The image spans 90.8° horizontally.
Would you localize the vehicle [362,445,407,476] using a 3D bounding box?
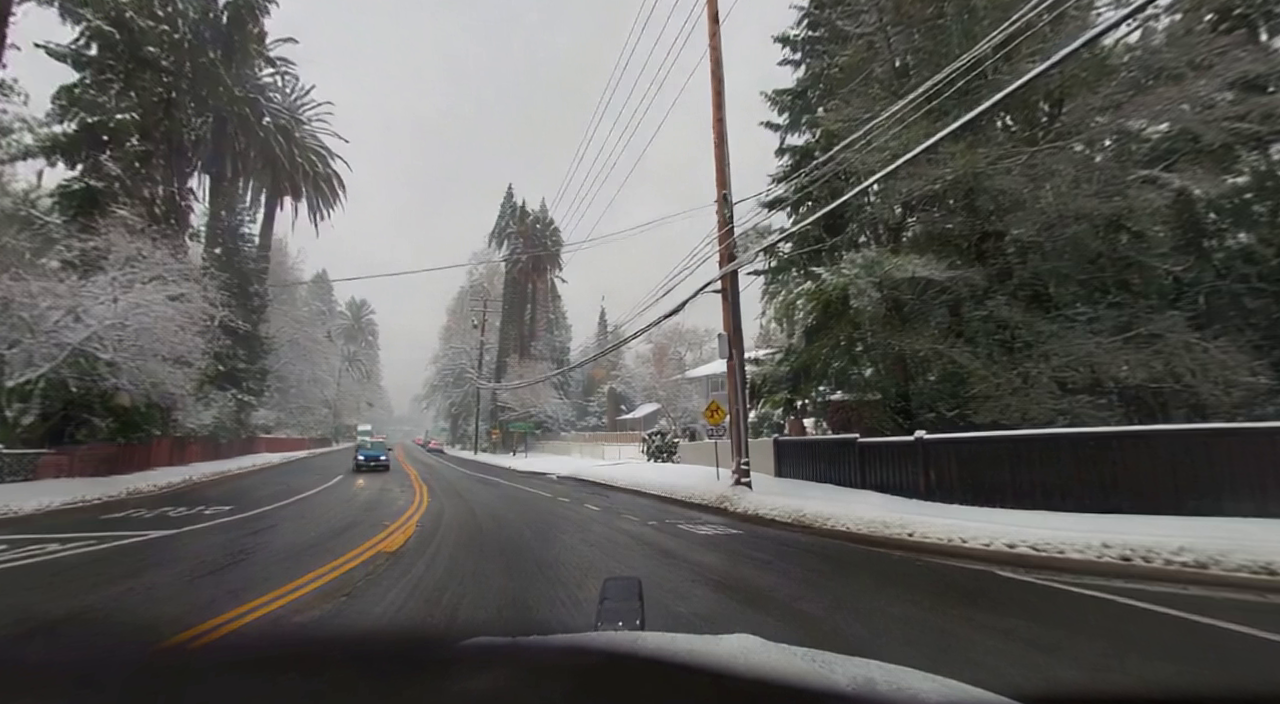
[{"bbox_3d":[-13.676,5.766,33.965,2.061,1.510,4.457,3,-9,-20],"label":"vehicle"}]
